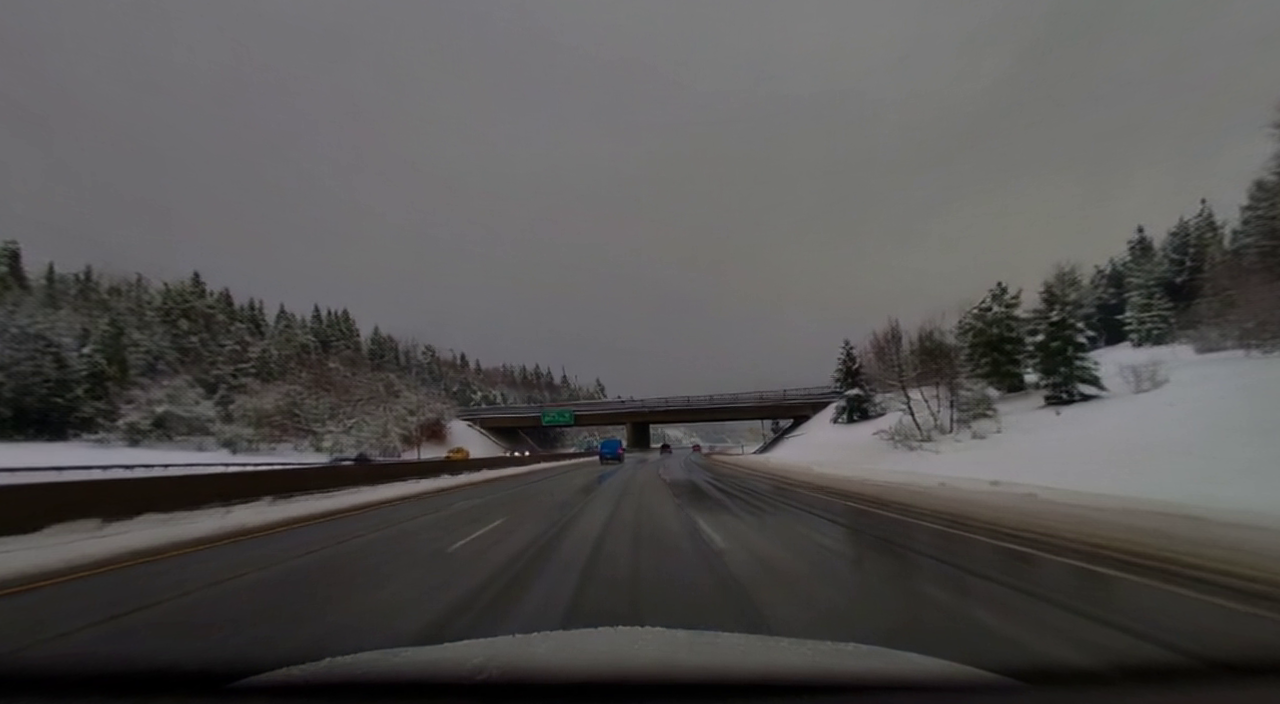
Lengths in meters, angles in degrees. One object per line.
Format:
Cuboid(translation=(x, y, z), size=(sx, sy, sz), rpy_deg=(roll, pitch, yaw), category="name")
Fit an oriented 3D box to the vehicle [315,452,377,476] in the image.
Cuboid(translation=(-20.090, 7.638, 43.342), size=(2.041, 1.479, 4.244), rpy_deg=(-1, -8, 3), category="vehicle")
